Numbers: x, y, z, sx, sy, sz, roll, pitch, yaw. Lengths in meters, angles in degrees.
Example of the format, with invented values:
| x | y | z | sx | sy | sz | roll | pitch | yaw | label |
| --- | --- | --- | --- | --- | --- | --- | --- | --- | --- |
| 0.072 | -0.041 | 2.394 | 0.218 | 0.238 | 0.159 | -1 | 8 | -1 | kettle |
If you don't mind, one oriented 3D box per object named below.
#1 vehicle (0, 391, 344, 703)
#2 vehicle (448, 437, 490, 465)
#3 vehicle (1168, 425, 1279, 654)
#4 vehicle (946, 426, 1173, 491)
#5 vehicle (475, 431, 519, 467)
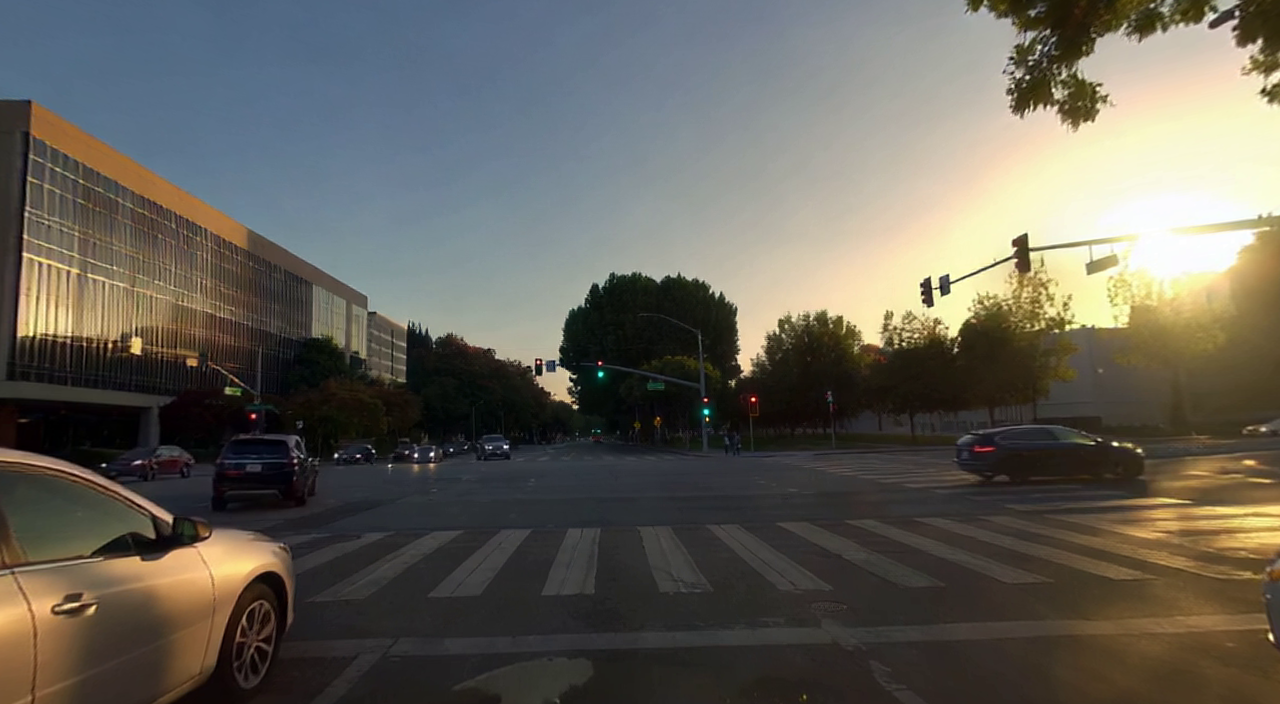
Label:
| x | y | z | sx | sy | sz | roll | pitch | yaw | label |
| --- | --- | --- | --- | --- | --- | --- | --- | --- | --- |
| -3.073 | 0.890 | 2.164 | 1.919 | 1.478 | 4.720 | 0 | -8 | -1 | vehicle |
| -12.804 | 7.415 | 47.518 | 2.051 | 1.715 | 4.346 | -3 | -6 | -1 | vehicle |
| 4.939 | 0.983 | 2.568 | 1.949 | 1.449 | 4.530 | -1 | -8 | 5 | vehicle |
| 10.816 | 2.776 | 16.715 | 4.536 | 1.557 | 1.875 | -2 | -7 | 14 | vehicle |
| -7.956 | 5.436 | 35.435 | 2.109 | 1.871 | 4.778 | 1 | -8 | -10 | vehicle |
